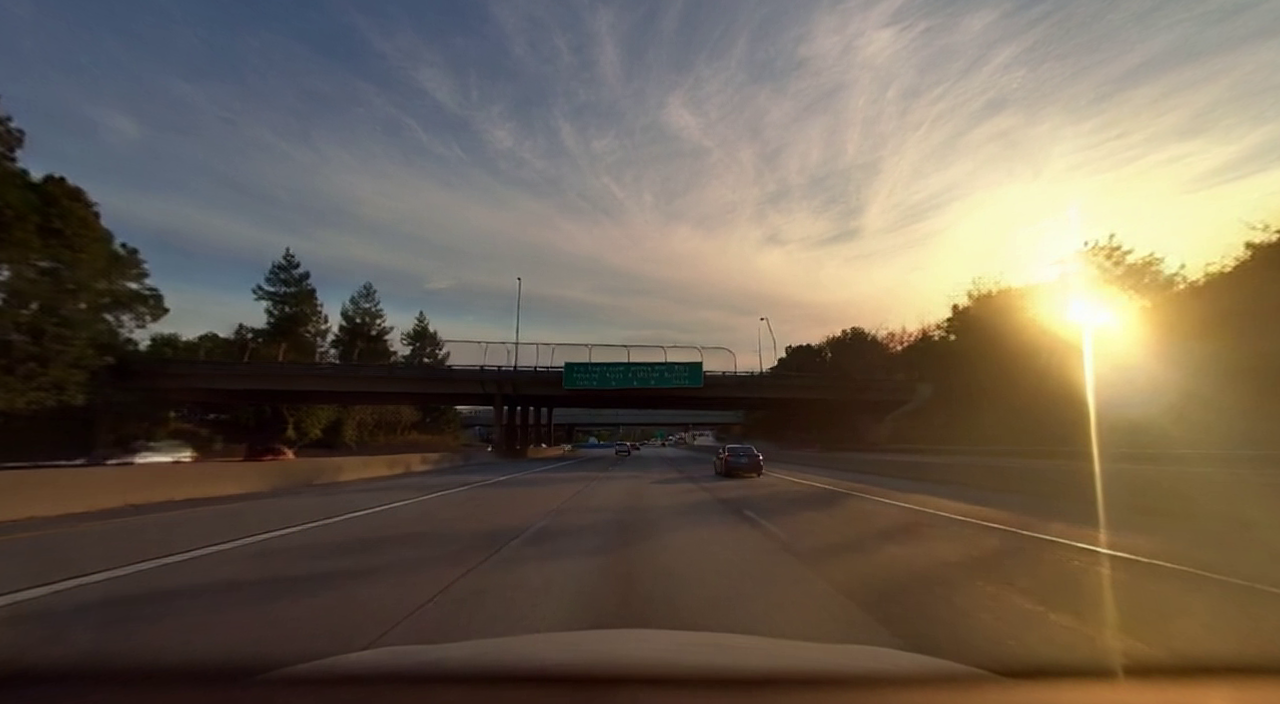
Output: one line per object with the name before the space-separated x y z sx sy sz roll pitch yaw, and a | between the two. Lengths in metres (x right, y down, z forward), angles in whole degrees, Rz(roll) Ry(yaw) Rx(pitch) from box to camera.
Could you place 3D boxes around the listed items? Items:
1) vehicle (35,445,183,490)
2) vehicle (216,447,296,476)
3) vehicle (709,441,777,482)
vehicle | -21.788 4.717 26.213 2.032 1.636 4.720 0 -8 0
vehicle | -24.998 7.116 41.301 2.025 1.774 4.951 0 -8 0
vehicle | 4.013 4.320 25.302 1.908 1.483 4.259 0 -8 -1
